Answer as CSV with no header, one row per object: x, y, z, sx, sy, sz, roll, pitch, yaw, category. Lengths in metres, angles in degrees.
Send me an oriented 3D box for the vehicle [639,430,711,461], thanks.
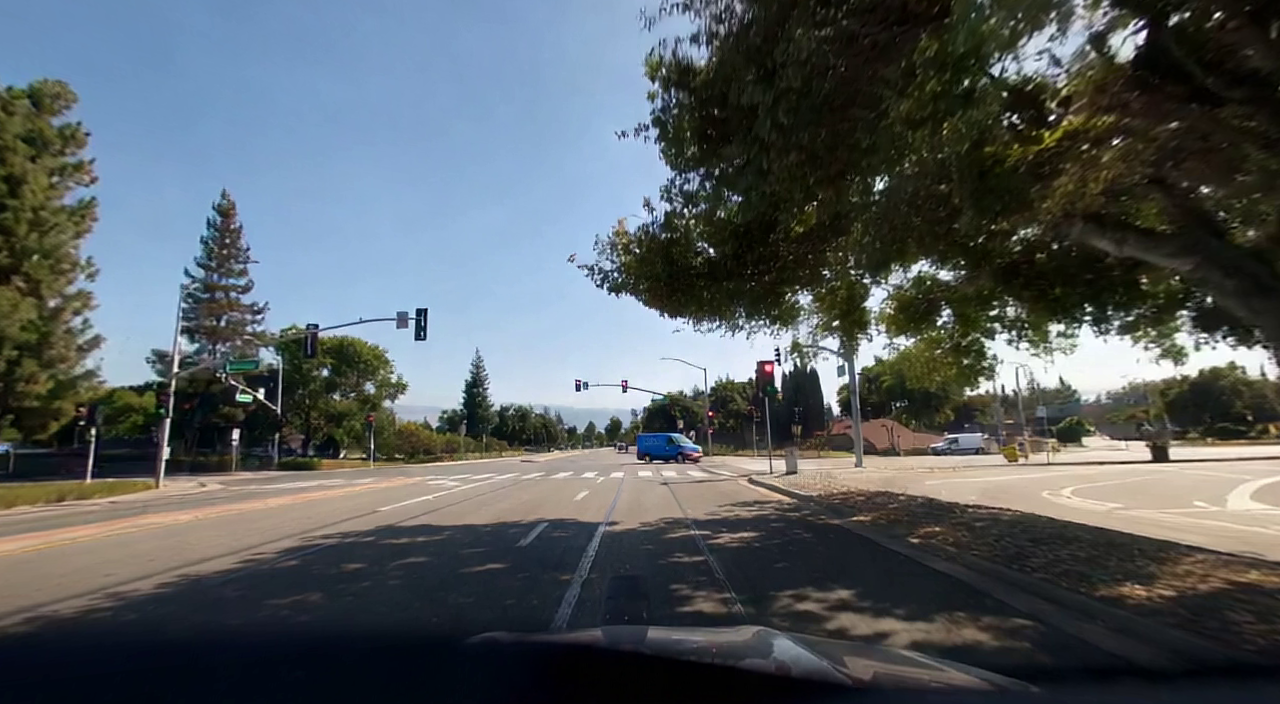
2.274,6.254,42.100,4.536,1.965,1.780,-6,-10,36,vehicle
